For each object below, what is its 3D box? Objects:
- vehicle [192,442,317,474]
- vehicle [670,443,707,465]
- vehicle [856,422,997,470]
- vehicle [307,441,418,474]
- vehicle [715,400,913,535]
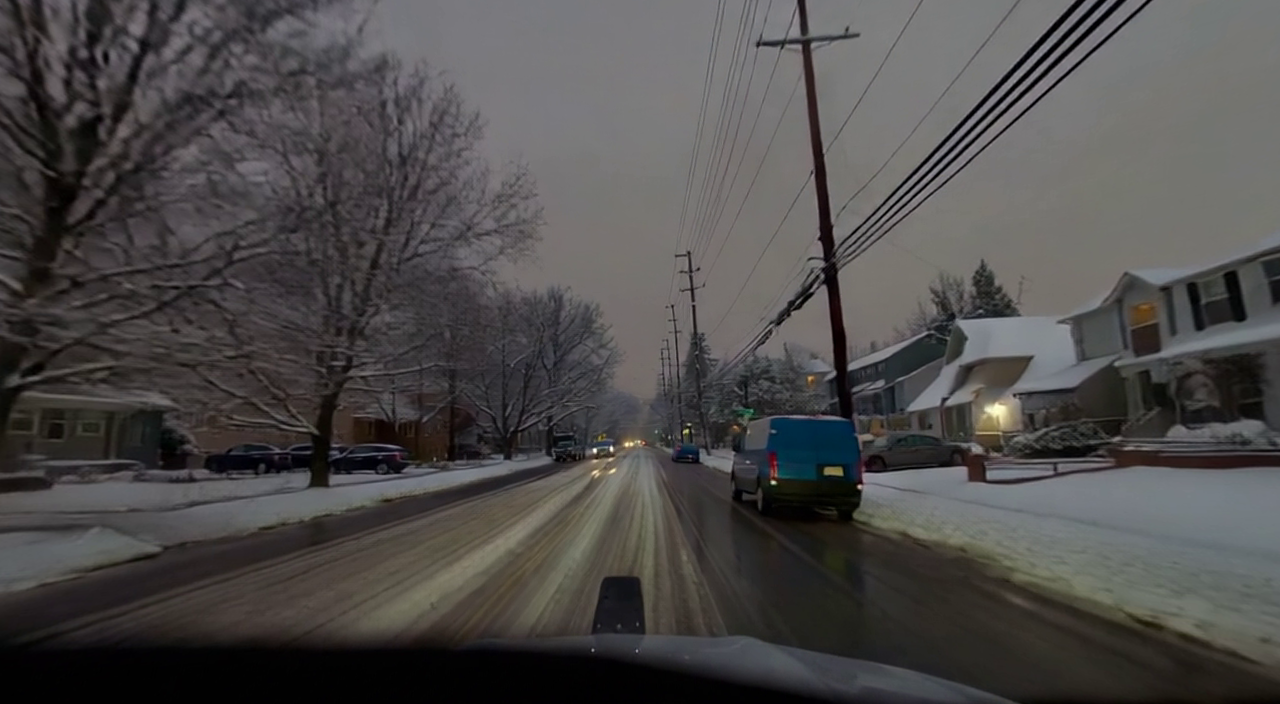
[{"bbox_3d":[-18.382,5.051,30.284,4.615,1.482,2.073,0,-8,1],"label":"vehicle"},{"bbox_3d":[3.294,7.049,43.797,1.944,1.439,4.500,1,-9,-4],"label":"vehicle"},{"bbox_3d":[11.155,3.711,24.861,4.602,1.799,1.859,0,-9,0],"label":"vehicle"},{"bbox_3d":[-13.260,5.060,30.406,4.443,1.475,1.932,0,-9,-1],"label":"vehicle"},{"bbox_3d":[2.994,2.166,12.376,2.311,2.069,5.156,0,-9,-1],"label":"vehicle"}]
